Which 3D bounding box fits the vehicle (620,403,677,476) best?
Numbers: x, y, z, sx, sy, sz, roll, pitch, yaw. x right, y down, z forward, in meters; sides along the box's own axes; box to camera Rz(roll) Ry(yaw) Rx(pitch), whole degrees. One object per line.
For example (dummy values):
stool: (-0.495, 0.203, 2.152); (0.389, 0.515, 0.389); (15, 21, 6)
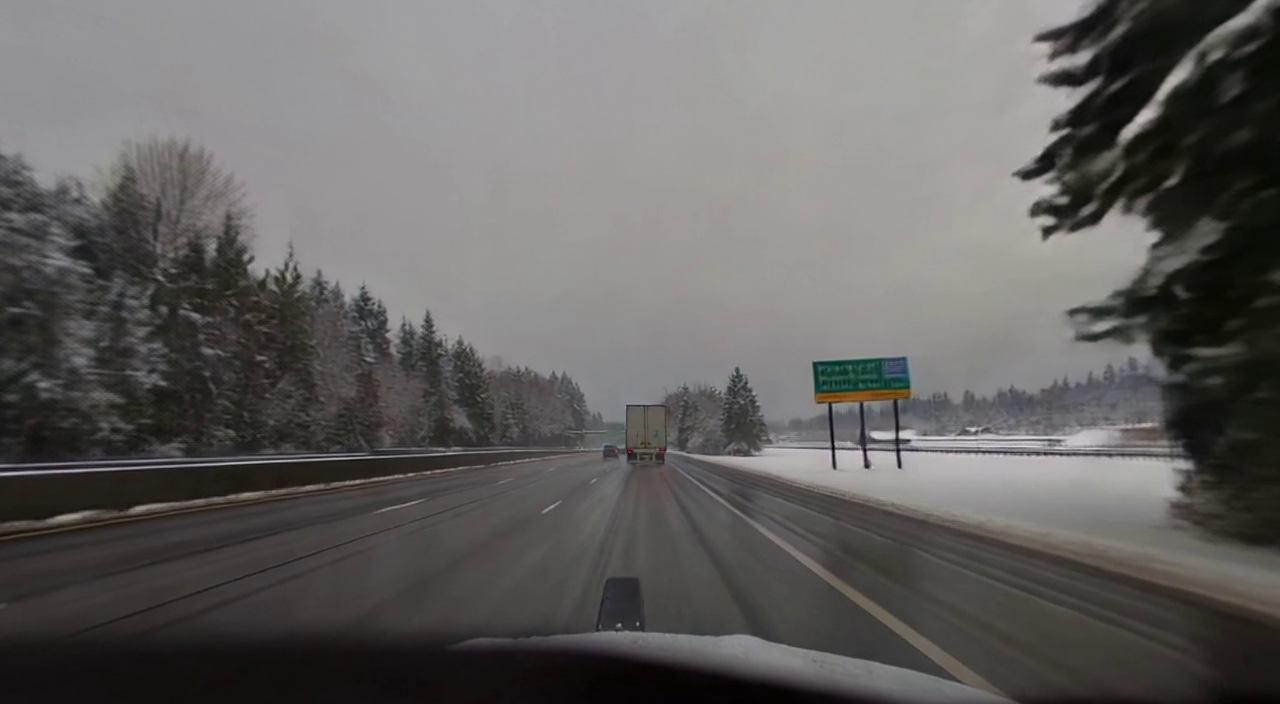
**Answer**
vehicle: (0.350, 5.627, 39.679); (2.976, 3.800, 12.335); (0, -9, -1)
